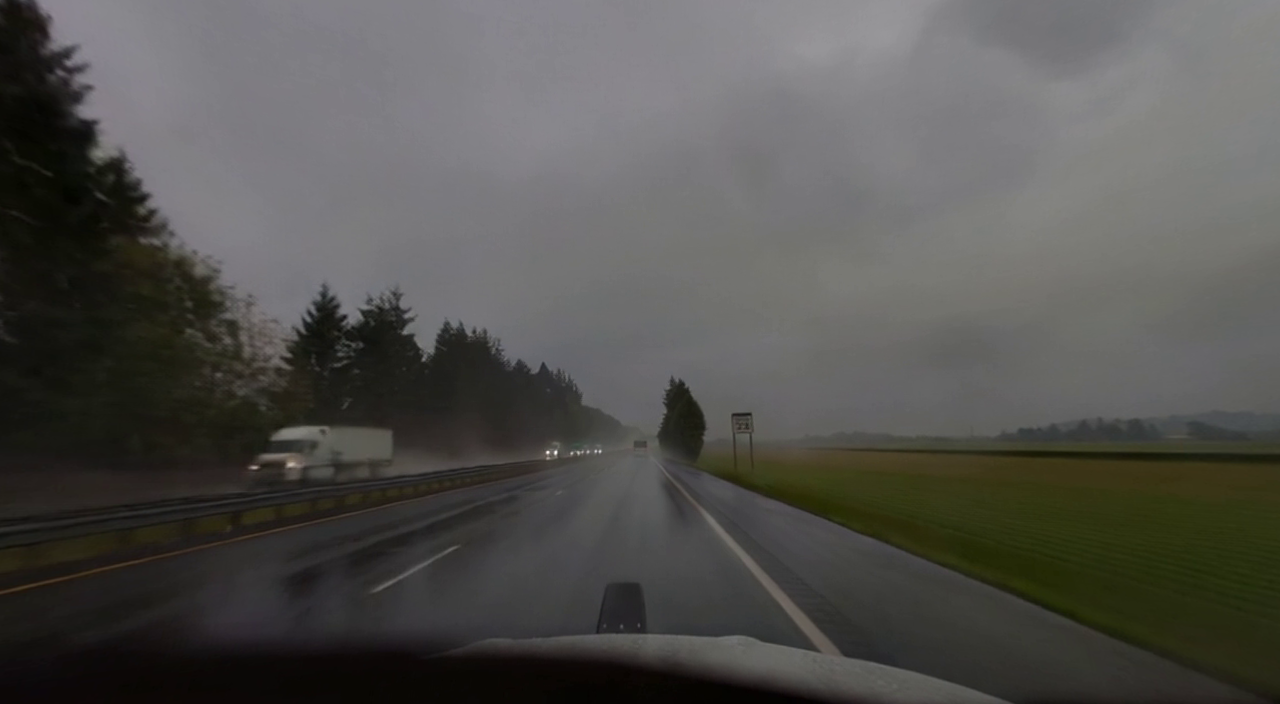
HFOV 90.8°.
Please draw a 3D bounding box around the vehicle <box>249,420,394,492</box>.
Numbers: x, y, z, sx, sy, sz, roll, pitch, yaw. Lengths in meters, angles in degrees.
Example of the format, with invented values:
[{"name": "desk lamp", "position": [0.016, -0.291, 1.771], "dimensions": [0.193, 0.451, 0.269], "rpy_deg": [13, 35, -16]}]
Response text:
[{"name": "vehicle", "position": [-16.478, 5.526, 33.657], "dimensions": [2.906, 3.286, 8.867], "rpy_deg": [0, -9, 1]}]
